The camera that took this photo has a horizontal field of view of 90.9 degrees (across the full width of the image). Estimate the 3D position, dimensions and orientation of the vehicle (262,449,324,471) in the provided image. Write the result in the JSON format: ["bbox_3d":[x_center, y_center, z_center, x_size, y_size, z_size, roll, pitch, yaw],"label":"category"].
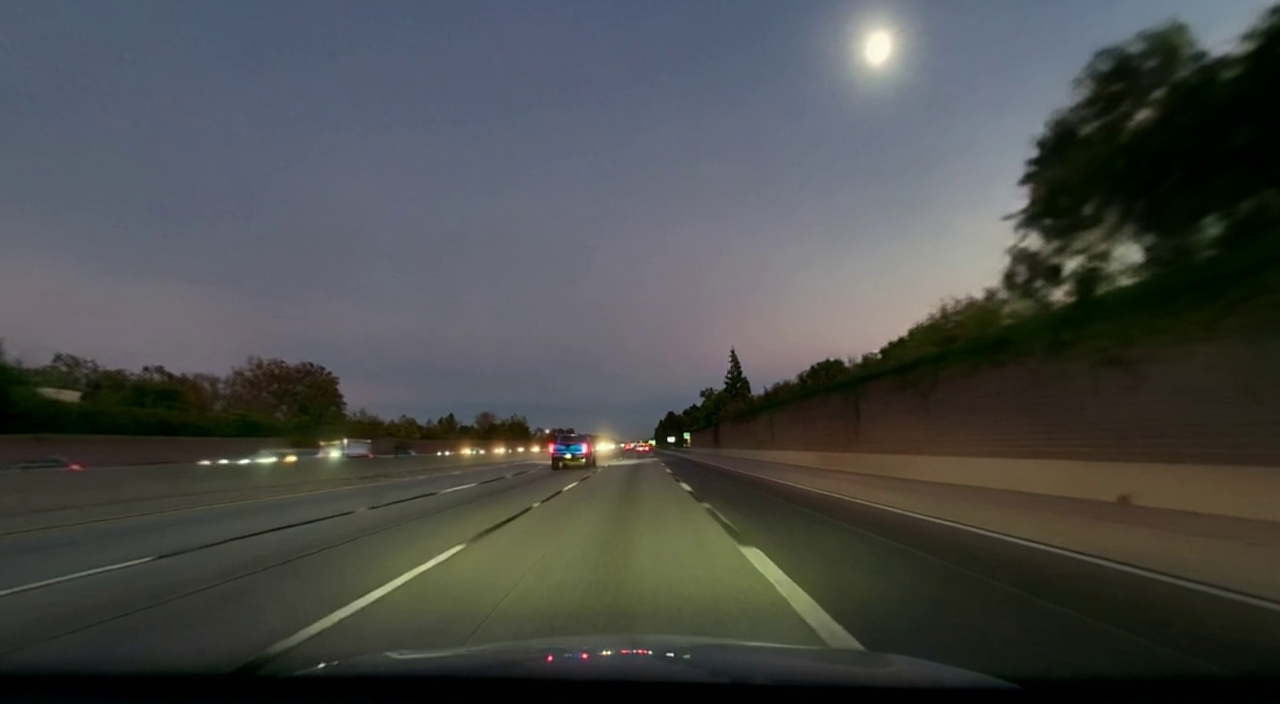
[{"bbox_3d":[-25.574,7.940,46.649,1.916,1.489,4.504,0,-9,1],"label":"vehicle"}]

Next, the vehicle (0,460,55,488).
[{"bbox_3d":[-36.219,6.915,35.819,1.727,1.445,4.404,0,-9,0],"label":"vehicle"}]

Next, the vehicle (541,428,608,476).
[{"bbox_3d":[-3.115,4.978,31.575,2.604,2.170,6.271,0,-9,1],"label":"vehicle"}]
